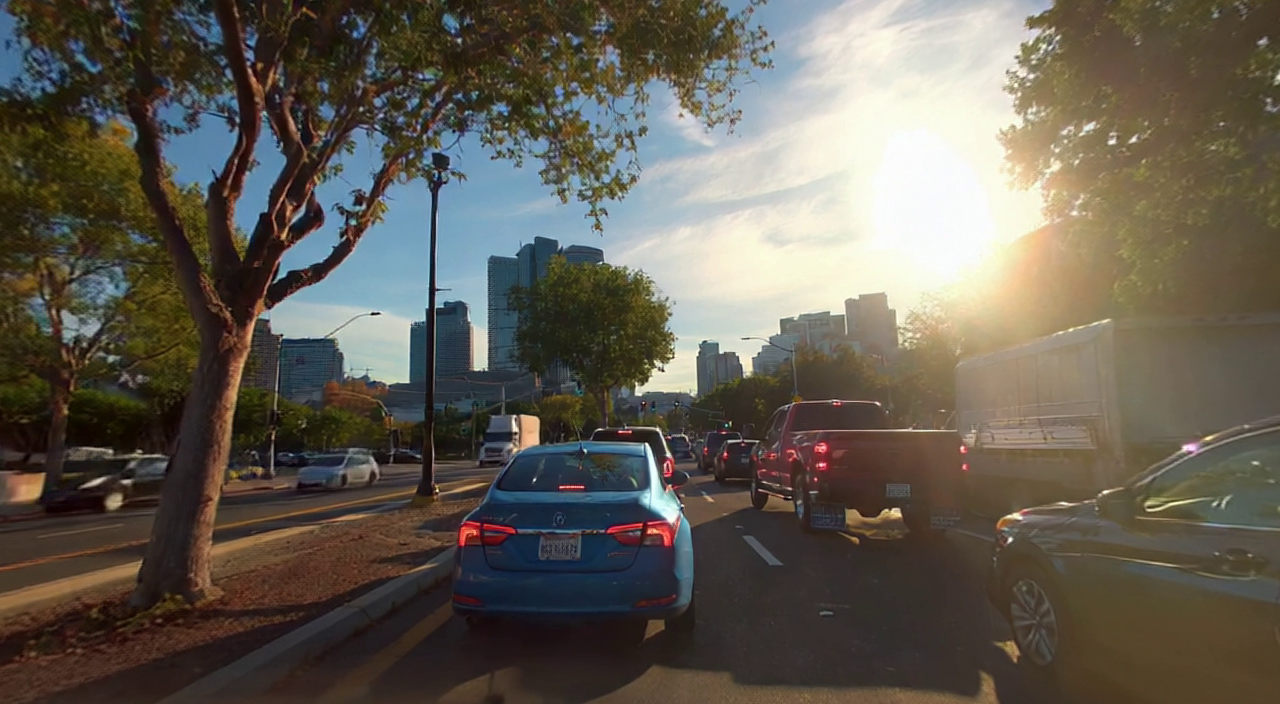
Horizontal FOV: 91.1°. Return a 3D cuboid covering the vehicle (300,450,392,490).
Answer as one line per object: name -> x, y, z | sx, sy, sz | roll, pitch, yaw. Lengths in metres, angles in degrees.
vehicle -> -12.514, 5.004, 27.022 | 1.907, 1.522, 4.115 | 0, -9, 1

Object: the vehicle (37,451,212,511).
vehicle -> -16.308, 4.061, 20.211 | 2.000, 1.656, 4.160 | 0, -8, 1

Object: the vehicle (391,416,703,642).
vehicle -> -0.575, 1.497, 6.330 | 2.111, 1.506, 4.018 | 0, -8, 2

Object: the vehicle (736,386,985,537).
vehicle -> 3.518, 1.953, 11.692 | 2.444, 2.098, 5.766 | 0, -9, -1

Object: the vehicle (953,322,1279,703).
vehicle -> 3.159, 0.755, 2.072 | 1.982, 1.709, 4.427 | 0, -9, 1
